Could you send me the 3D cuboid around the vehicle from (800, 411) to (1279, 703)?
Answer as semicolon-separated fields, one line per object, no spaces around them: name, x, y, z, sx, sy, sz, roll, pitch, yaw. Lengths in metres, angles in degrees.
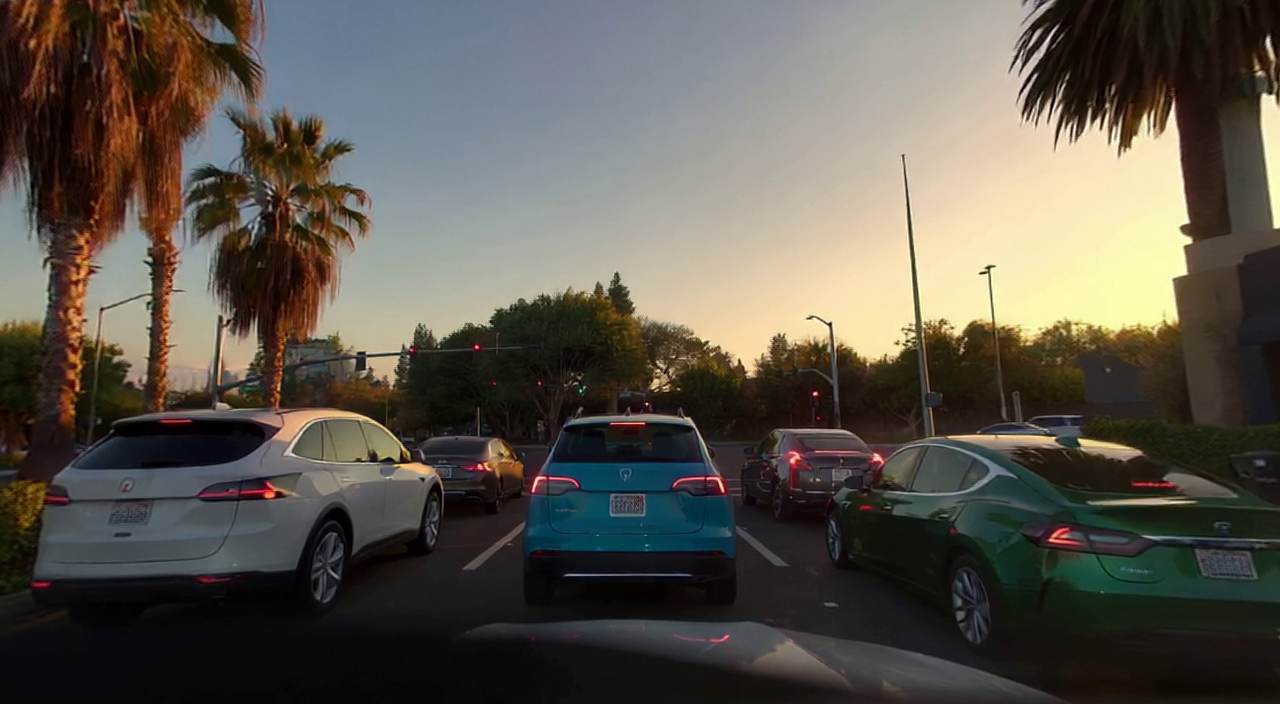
vehicle;2.968;1.367;5.251;2.017;1.491;4.611;0;-8;-1

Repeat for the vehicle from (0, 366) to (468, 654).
vehicle;-3.346;1.283;6.123;2.014;1.755;4.360;0;-8;1

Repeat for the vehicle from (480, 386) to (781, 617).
vehicle;-0.131;1.456;7.057;2.280;1.747;4.361;0;-8;-2
